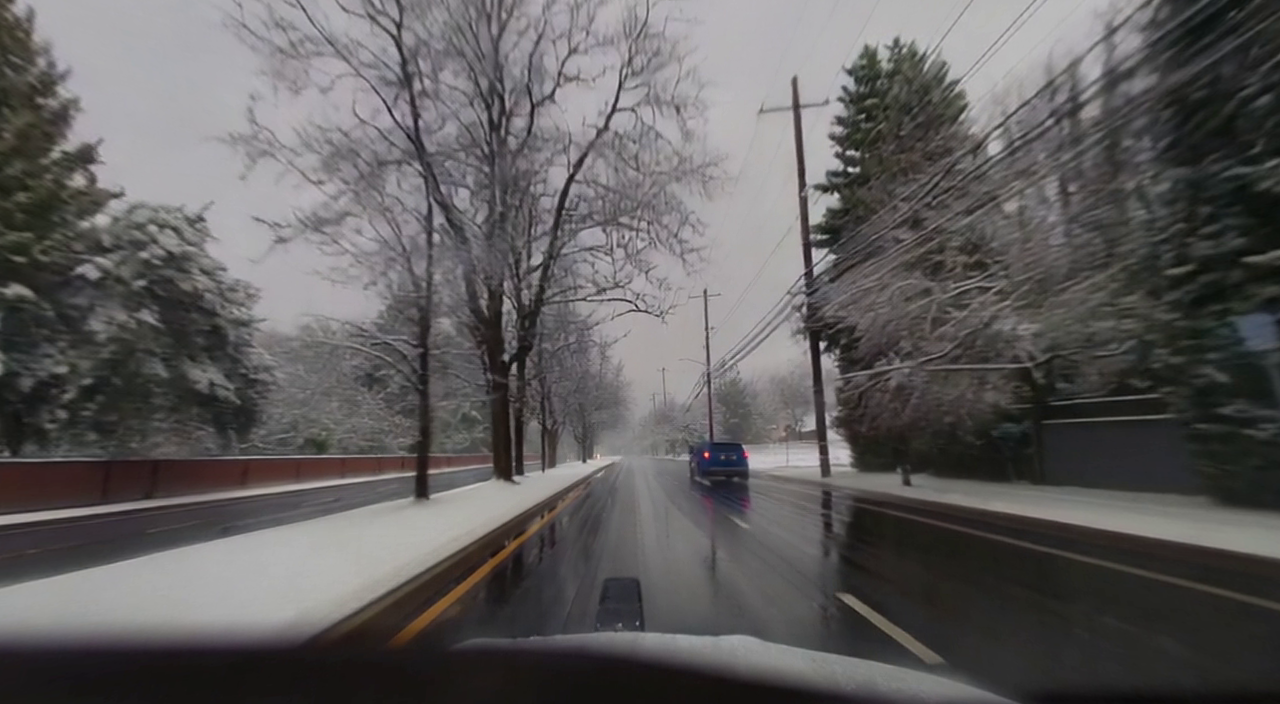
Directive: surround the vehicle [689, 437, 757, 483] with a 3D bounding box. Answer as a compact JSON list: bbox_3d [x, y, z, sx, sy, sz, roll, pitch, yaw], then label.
[{"bbox_3d":[3.479,4.663,27.596,2.193,1.777,4.772,0,-8,-2],"label":"vehicle"}]
